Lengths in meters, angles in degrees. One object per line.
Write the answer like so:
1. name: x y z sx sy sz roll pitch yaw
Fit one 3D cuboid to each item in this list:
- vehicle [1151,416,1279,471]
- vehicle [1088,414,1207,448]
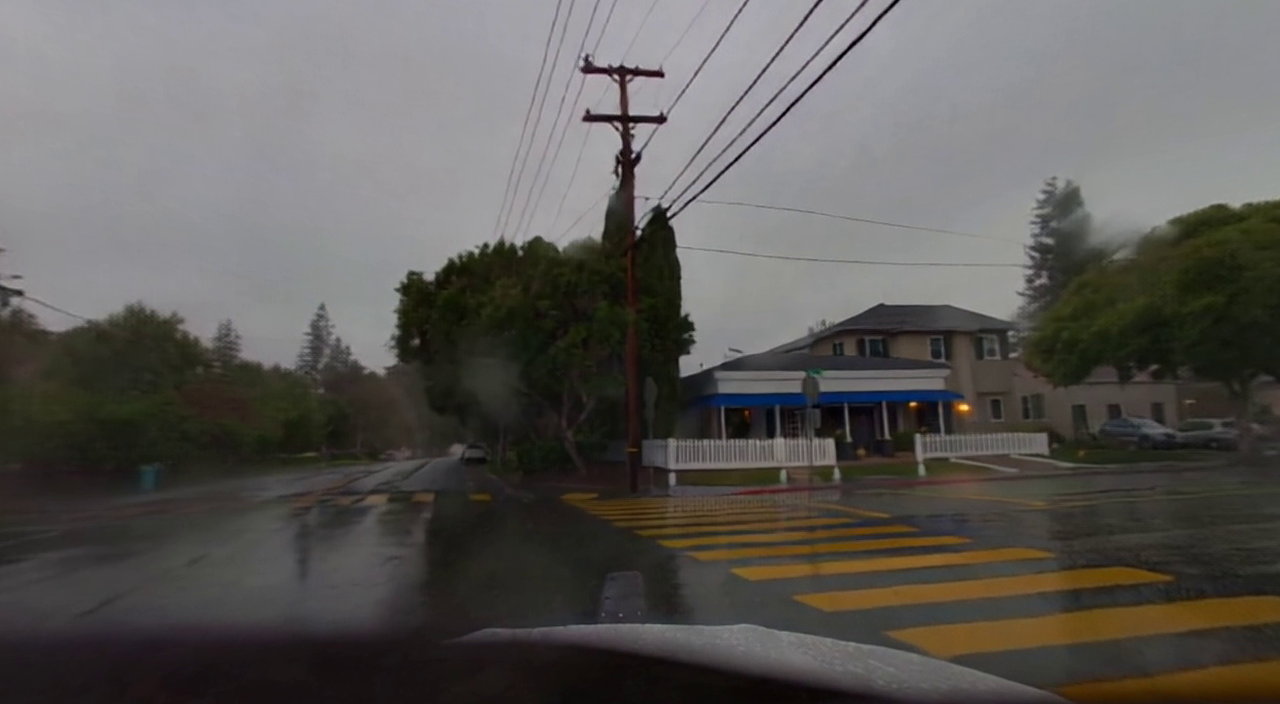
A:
1. vehicle: 20.708 3.222 22.175 4.509 1.775 1.975 3 -9 -17
2. vehicle: 27.408 4.355 34.308 2.033 1.725 4.492 3 -9 -22
